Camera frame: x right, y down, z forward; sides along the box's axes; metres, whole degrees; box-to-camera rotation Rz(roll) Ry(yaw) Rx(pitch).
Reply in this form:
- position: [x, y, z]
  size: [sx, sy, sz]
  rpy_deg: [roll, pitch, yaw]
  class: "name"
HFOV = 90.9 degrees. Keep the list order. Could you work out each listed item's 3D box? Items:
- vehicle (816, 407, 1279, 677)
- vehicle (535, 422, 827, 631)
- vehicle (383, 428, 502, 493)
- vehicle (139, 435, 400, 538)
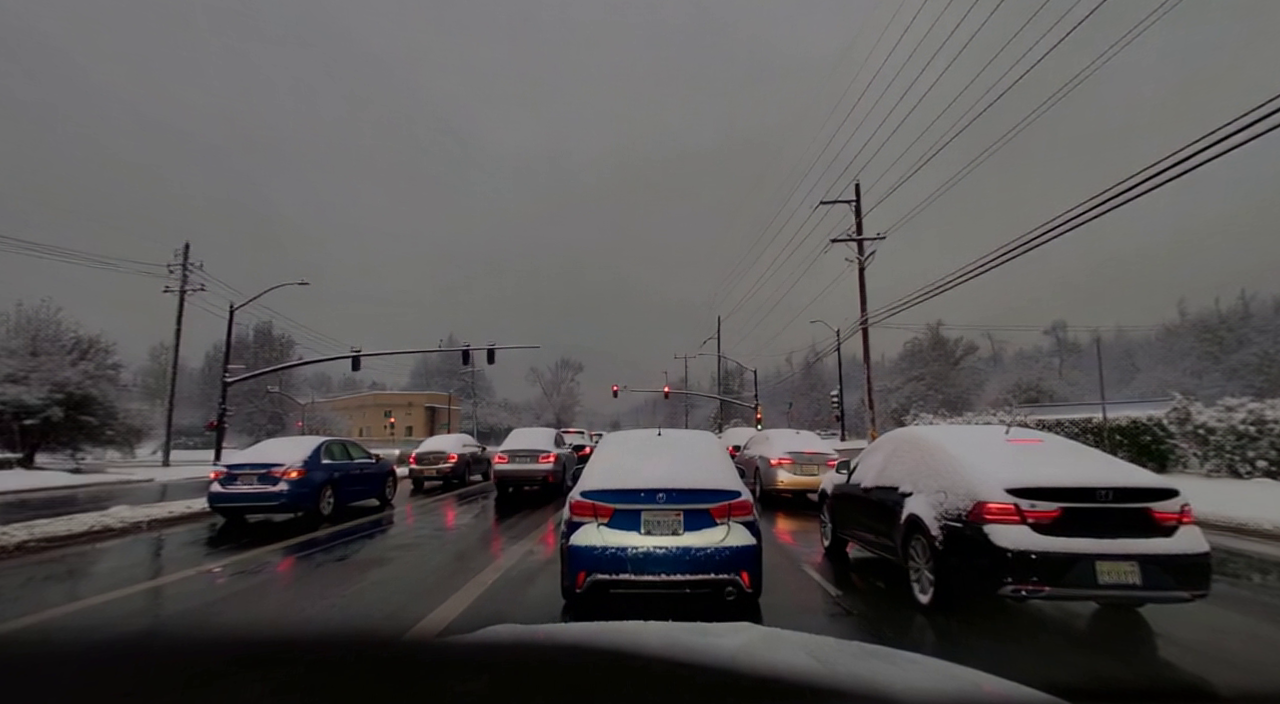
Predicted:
- position: [3.141, 1.385, 5.737]
  size: [1.870, 1.523, 4.096]
  rpy_deg: [0, -8, 0]
  class: "vehicle"
- position: [0.300, 1.557, 6.613]
  size: [2.109, 1.483, 3.964]
  rpy_deg: [0, -8, 0]
  class: "vehicle"
- position: [-6.254, 3.491, 20.773]
  size: [2.070, 1.824, 5.196]
  rpy_deg: [-1, -8, 2]
  class: "vehicle"
- position: [-6.396, 2.328, 11.709]
  size: [1.955, 1.497, 4.639]
  rpy_deg: [-1, -8, 1]
  class: "vehicle"
